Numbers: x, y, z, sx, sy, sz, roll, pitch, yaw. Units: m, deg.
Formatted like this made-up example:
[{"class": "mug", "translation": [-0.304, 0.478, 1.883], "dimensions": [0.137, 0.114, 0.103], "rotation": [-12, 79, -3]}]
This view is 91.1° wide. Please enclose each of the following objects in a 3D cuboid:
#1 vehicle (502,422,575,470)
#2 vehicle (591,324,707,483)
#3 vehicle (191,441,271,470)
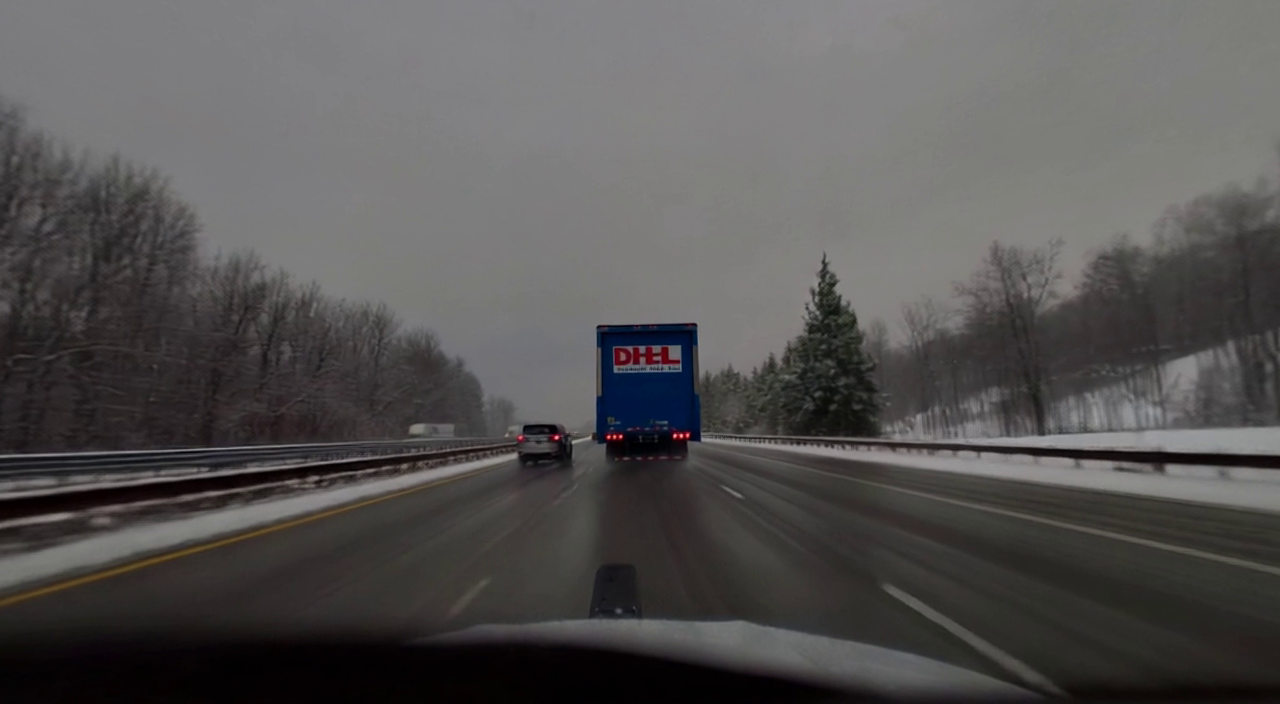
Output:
[{"class": "vehicle", "translation": [-4.065, 3.862, 26.167], "dimensions": [2.394, 1.787, 5.186], "rotation": [0, -8, -3]}, {"class": "vehicle", "translation": [0.137, 1.918, 21.064], "dimensions": [3.011, 4.211, 8.926], "rotation": [0, -8, -1]}, {"class": "vehicle", "translation": [-26.154, 6.574, 40.394], "dimensions": [1.943, 1.708, 4.800], "rotation": [0, -8, -1]}]
